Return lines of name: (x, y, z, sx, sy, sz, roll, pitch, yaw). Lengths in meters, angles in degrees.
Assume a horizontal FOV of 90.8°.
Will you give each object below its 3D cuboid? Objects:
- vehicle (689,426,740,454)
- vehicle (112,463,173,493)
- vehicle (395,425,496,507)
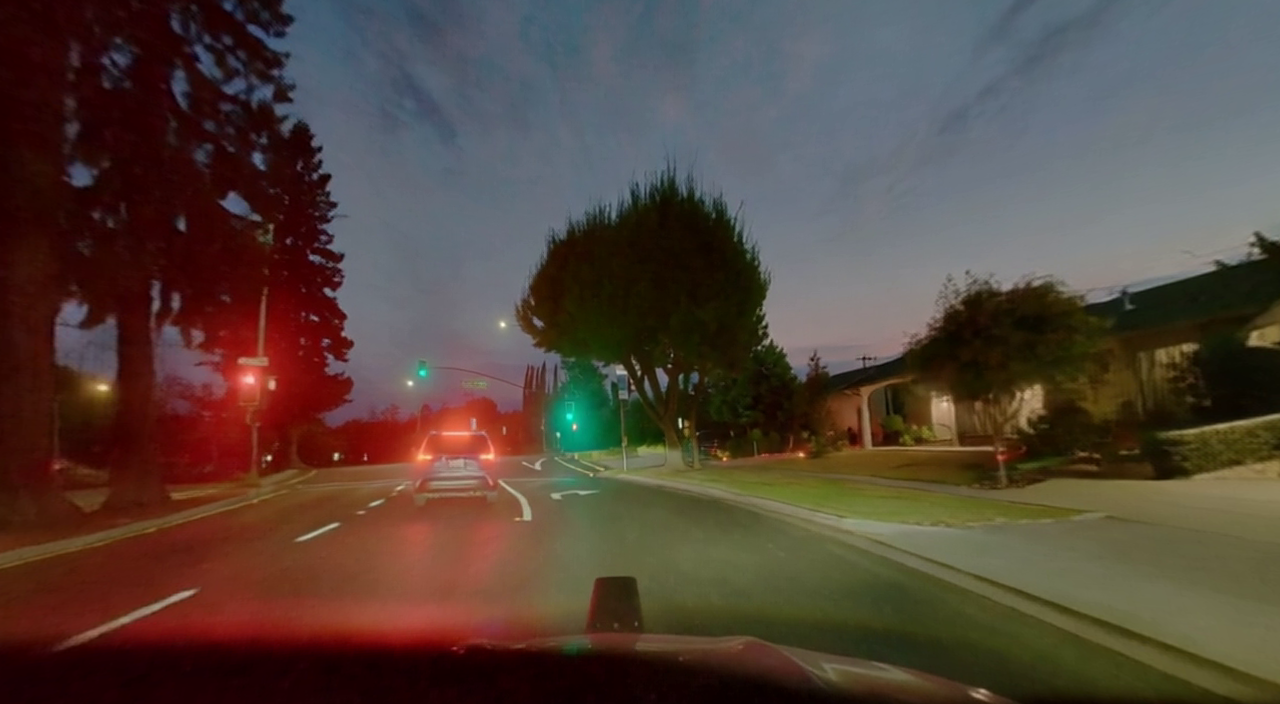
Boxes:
vehicle: (4.201, 5.072, 36.353, 1.911, 1.516, 4.251, 1, -8, -8)
vehicle: (-31.625, 7.972, 40.299, 1.943, 1.677, 4.176, 4, -9, -23)
vehicle: (-4.676, 2.723, 15.534, 1.990, 1.707, 4.225, 2, -9, -15)
